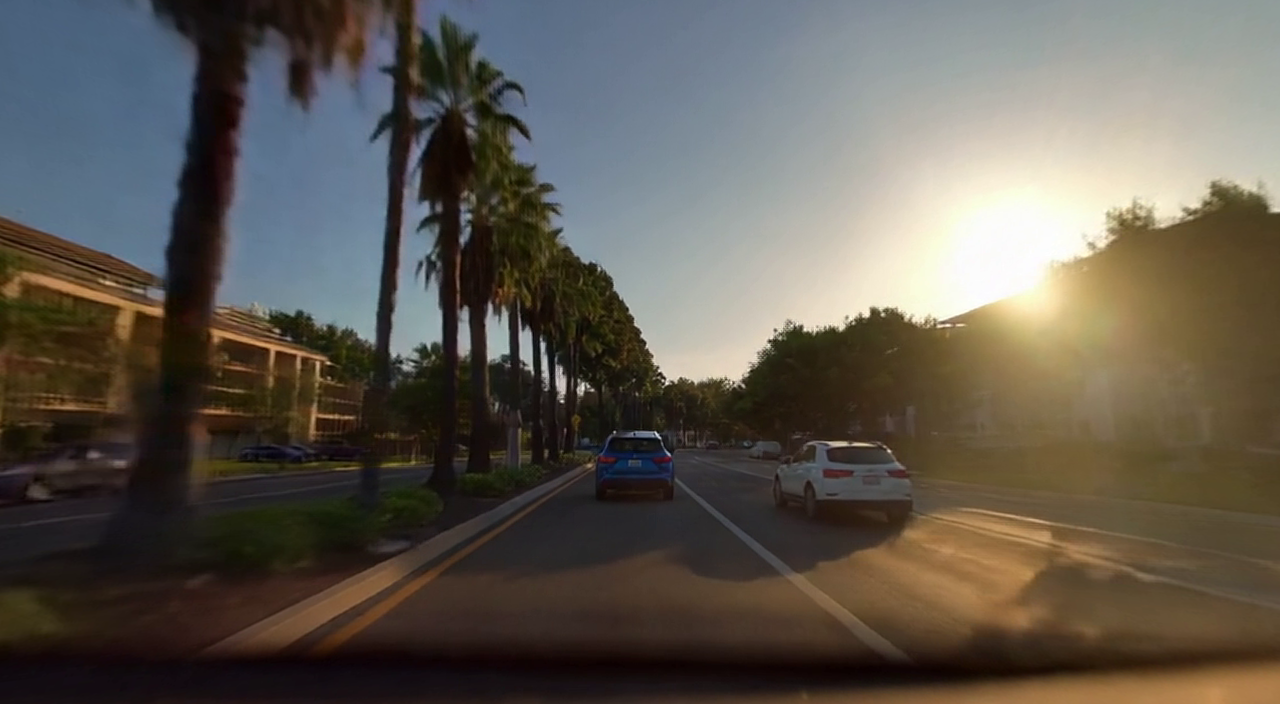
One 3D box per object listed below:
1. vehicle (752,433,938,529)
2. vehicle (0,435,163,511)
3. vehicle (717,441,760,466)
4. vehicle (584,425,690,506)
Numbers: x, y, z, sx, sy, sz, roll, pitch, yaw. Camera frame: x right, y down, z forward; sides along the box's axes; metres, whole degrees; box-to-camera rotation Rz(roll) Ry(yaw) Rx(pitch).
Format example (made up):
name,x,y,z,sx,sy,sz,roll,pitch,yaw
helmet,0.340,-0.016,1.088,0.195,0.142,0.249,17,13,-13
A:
name,x,y,z,sx,sy,sz,roll,pitch,yaw
vehicle,3.620,2.361,12.224,1.941,1.472,4.570,0,-8,-2
vehicle,-17.656,3.565,19.362,2.127,1.883,5.167,0,-6,-1
vehicle,6.303,6.538,40.834,1.930,1.457,4.267,0,-8,-2
vehicle,-0.090,2.719,15.539,2.239,1.693,4.301,0,-8,-1
